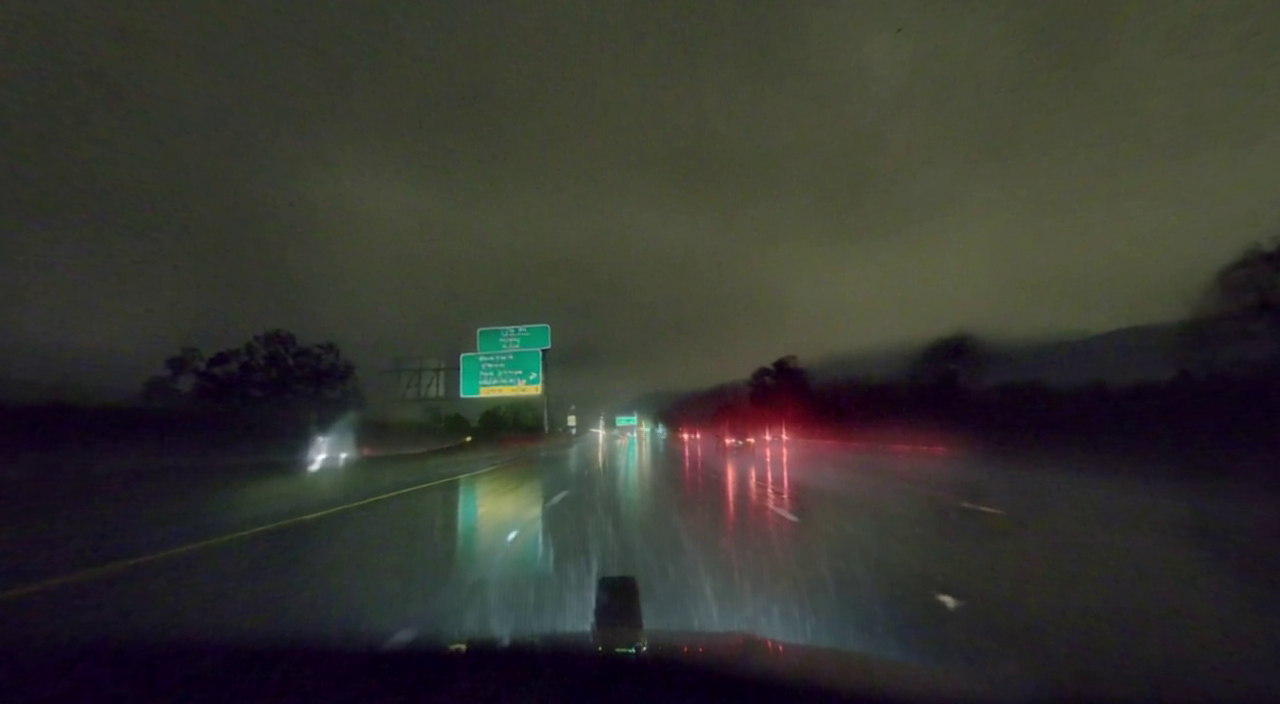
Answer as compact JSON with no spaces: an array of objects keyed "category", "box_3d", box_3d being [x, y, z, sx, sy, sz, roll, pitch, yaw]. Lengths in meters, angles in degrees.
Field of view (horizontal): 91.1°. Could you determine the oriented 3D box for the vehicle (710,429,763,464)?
[{"category":"vehicle","box_3d":[4.413,4.360,29.300,1.802,1.492,3.804,0,-8,-1]}]
